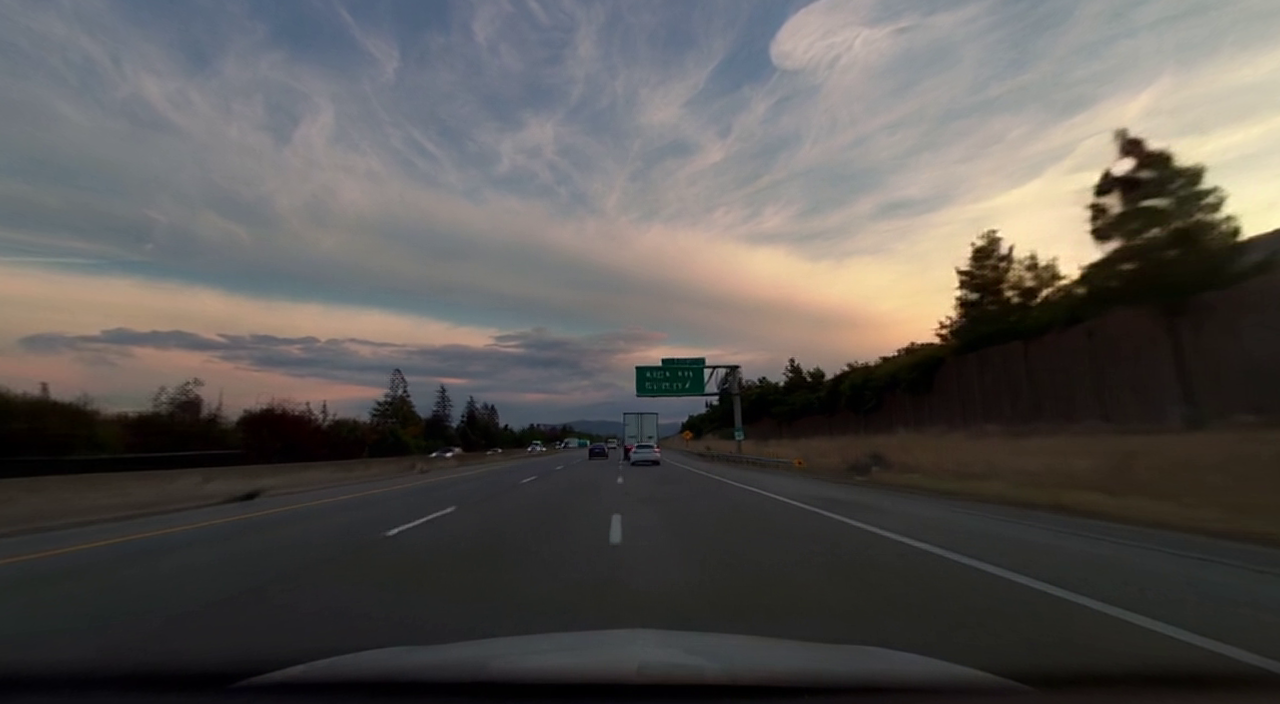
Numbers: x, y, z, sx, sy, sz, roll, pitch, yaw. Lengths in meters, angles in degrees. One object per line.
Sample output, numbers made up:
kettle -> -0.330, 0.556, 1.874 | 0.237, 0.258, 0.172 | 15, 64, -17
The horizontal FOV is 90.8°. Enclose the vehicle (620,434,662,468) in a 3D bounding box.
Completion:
vehicle -> 0.000, 5.891, 37.686 | 2.139, 1.925, 4.312 | 1, -9, -4
